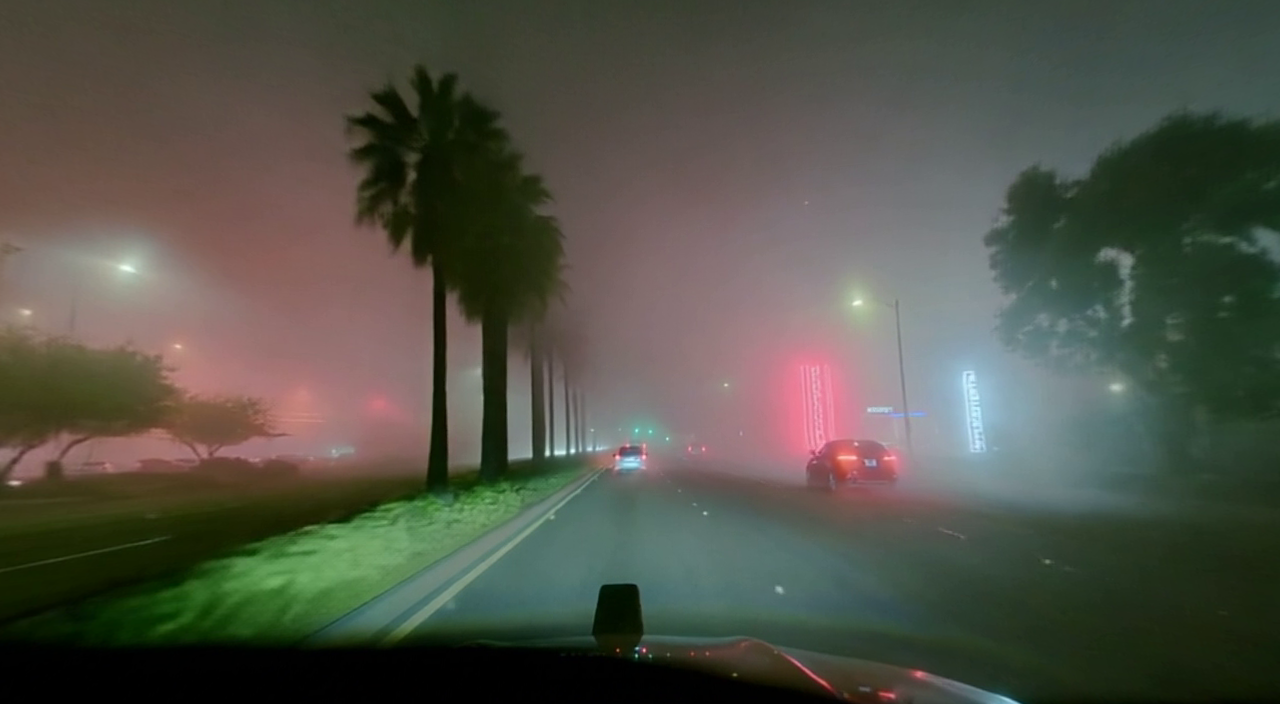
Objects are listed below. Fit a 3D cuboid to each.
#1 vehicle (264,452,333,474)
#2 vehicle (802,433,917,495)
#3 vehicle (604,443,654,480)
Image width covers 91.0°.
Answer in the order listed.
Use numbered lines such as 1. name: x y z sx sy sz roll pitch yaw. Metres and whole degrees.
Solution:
1. vehicle: -24.463 7.928 45.111 3.898 1.459 1.680 1 -8 -2
2. vehicle: 6.408 3.304 18.926 1.949 1.647 3.894 0 -8 -2
3. vehicle: -0.441 4.560 26.500 1.970 1.402 3.756 0 -8 0
